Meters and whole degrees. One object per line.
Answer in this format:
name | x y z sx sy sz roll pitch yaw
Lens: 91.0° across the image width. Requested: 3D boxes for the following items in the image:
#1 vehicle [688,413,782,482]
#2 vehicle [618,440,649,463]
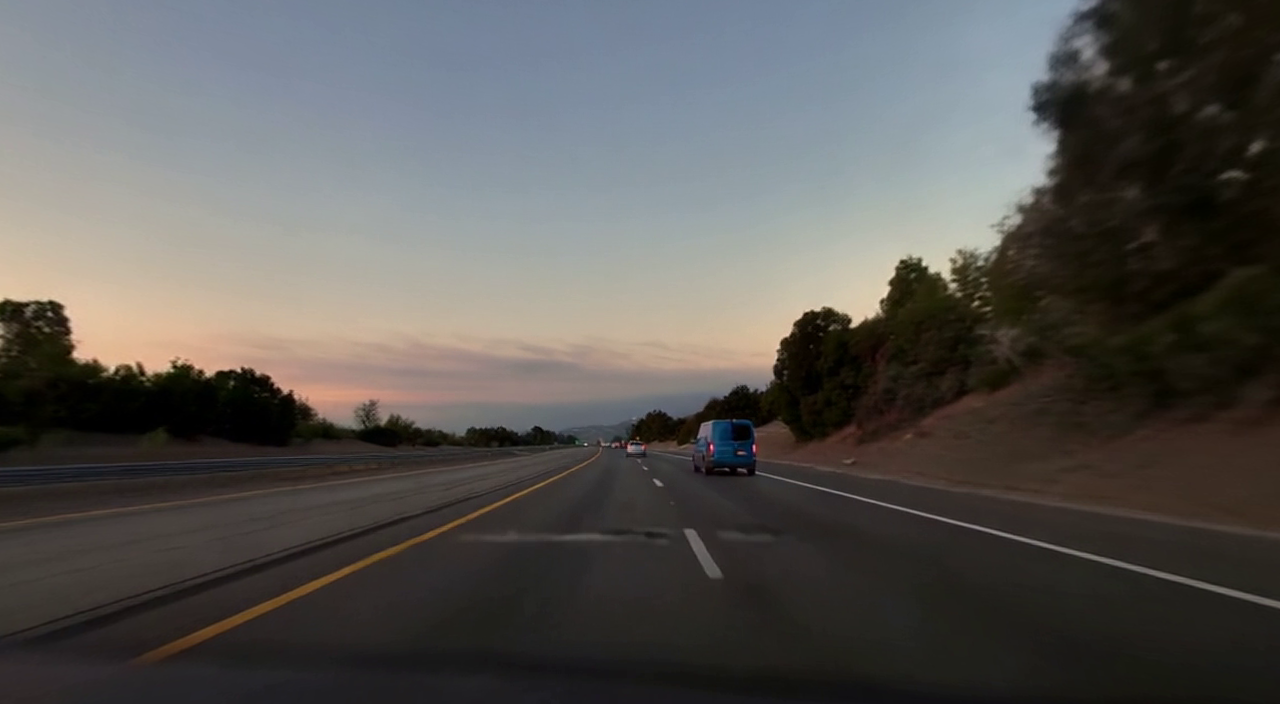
vehicle | 3.048 3.218 21.372 2.269 2.048 4.679 0 -8 -2
vehicle | -0.450 6.868 43.530 2.005 1.466 3.739 0 -8 0
